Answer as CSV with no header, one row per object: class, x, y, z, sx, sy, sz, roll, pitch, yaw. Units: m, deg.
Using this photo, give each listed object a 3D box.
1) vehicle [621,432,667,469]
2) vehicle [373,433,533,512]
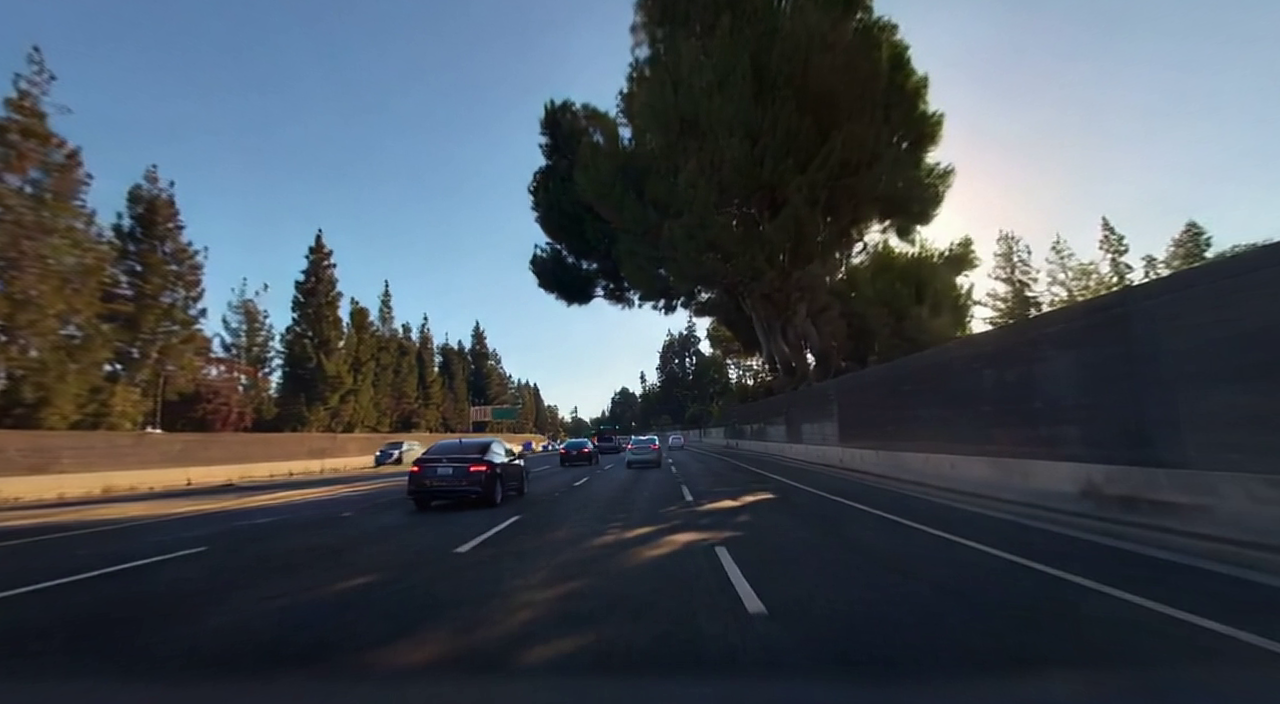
vehicle,0.213,4.761,30.744,2.082,1.638,4.644,0,-8,1
vehicle,-3.899,2.592,14.211,1.981,1.460,4.792,0,-8,2
